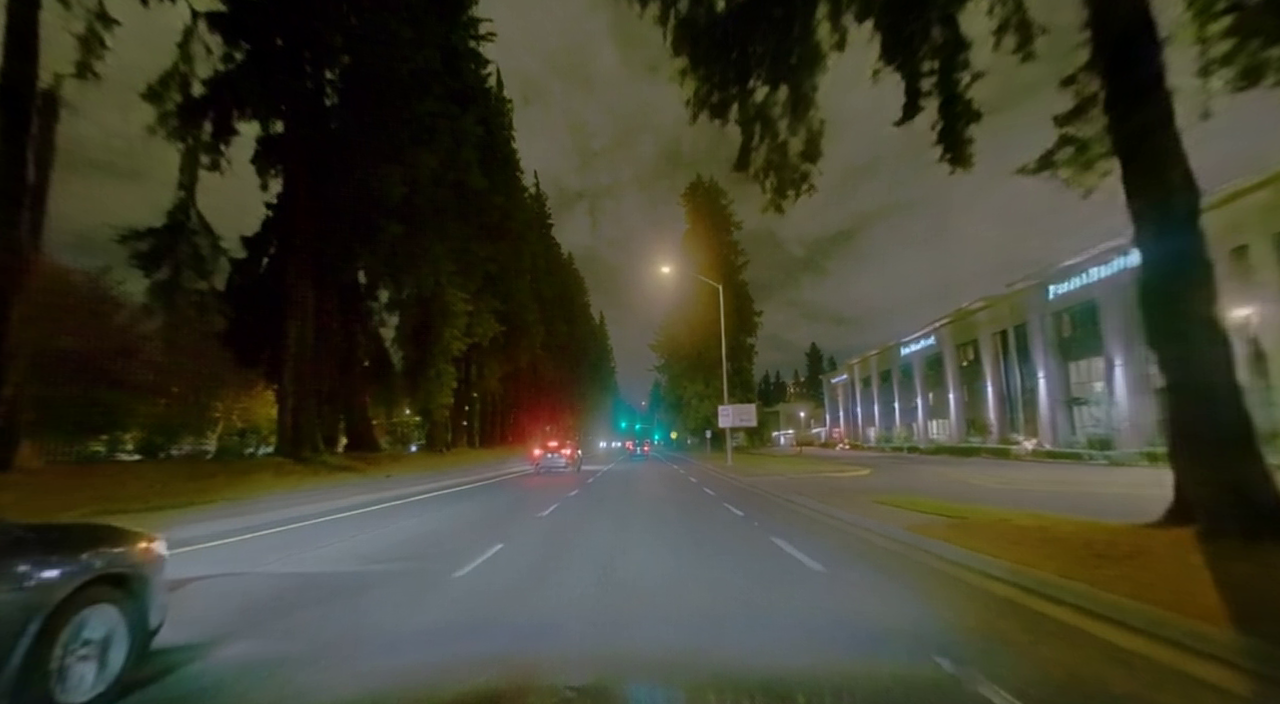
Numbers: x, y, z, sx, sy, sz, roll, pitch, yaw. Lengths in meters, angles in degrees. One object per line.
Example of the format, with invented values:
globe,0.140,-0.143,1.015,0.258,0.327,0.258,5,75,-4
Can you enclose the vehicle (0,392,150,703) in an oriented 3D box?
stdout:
vehicle,-3.465,0.687,0.989,1.862,1.478,4.369,0,-8,0

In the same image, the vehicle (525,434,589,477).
vehicle,-3.253,4.144,25.486,1.942,1.588,4.172,0,-8,1
